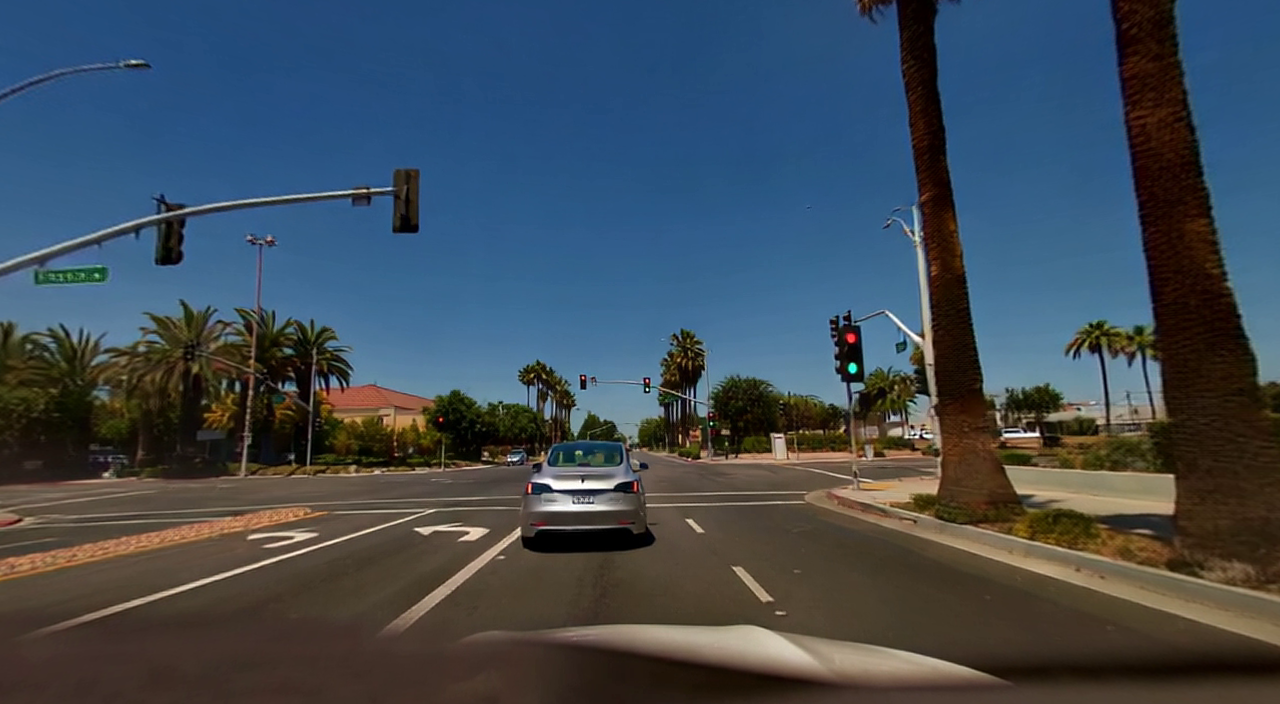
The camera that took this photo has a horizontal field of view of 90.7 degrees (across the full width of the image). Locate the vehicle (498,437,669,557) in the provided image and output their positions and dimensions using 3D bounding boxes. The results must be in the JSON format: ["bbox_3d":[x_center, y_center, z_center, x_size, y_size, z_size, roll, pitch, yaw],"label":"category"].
[{"bbox_3d":[-0.760,2.155,10.167,2.152,1.478,4.229,0,-9,-1],"label":"vehicle"}]
